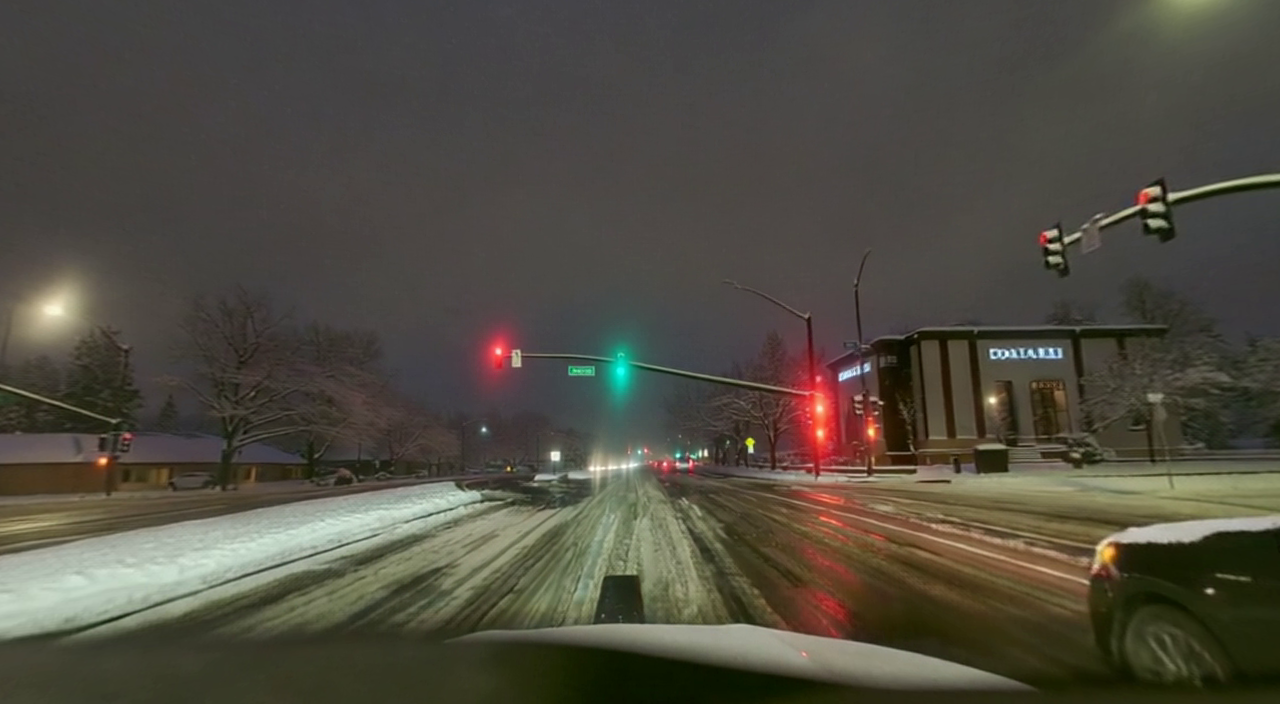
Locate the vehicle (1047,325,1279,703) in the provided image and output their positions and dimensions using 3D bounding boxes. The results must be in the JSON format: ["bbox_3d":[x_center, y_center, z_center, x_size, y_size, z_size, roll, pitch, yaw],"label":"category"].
[{"bbox_3d":[3.158,0.596,0.934,1.973,1.697,4.377,0,-8,-4],"label":"vehicle"}]
